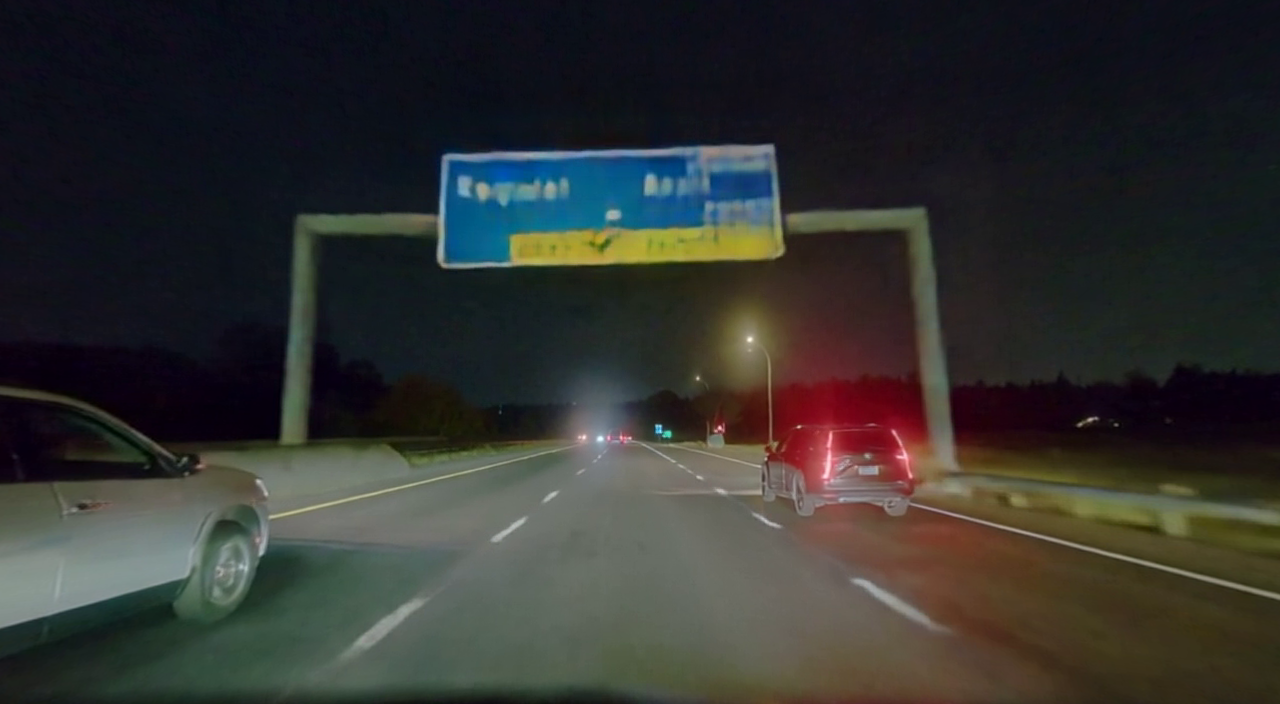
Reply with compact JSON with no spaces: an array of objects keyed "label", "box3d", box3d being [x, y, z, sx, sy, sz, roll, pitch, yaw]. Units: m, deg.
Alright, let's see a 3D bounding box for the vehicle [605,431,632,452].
[{"label":"vehicle","box3d":[-1.650,6.924,48.526,2.025,1.519,3.924,0,-8,-2]}]
